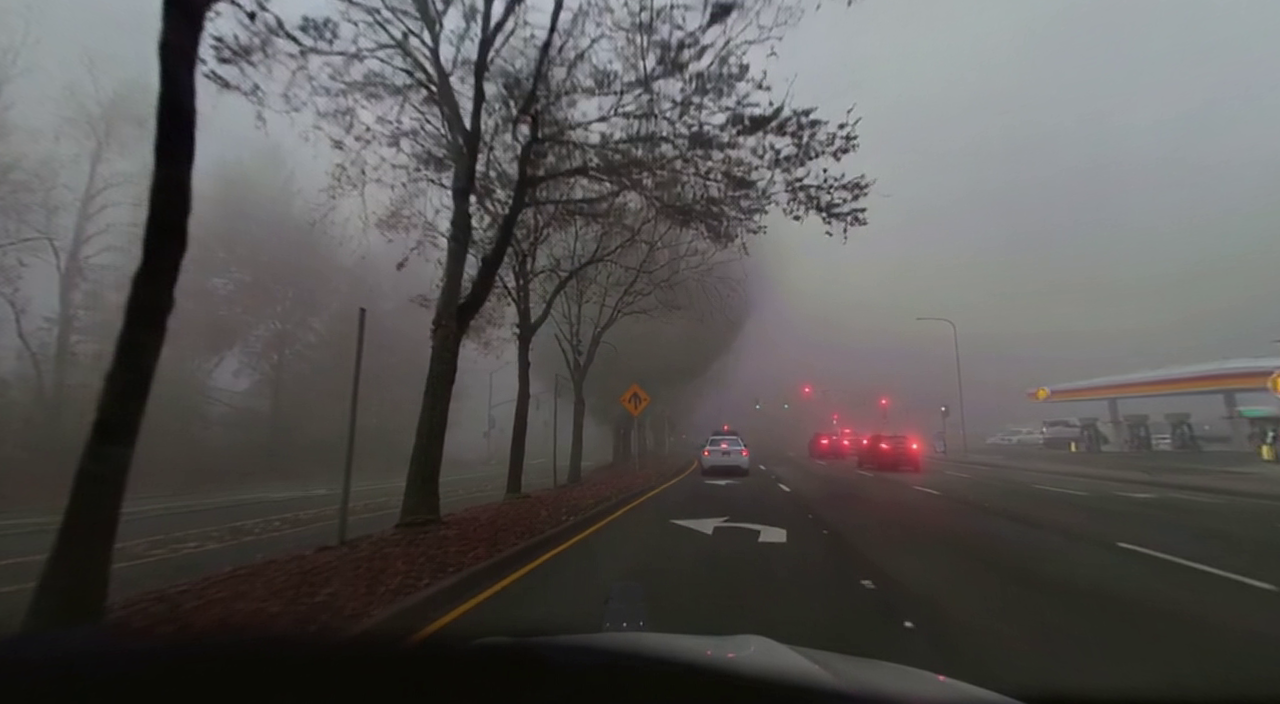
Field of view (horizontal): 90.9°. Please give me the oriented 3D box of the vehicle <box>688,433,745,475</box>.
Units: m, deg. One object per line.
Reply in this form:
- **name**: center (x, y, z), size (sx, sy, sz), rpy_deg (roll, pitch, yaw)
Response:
- **vehicle**: center (3.000, 3.951, 24.593), size (2.032, 1.461, 4.173), rpy_deg (-1, -9, 7)

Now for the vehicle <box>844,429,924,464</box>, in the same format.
- **vehicle**: center (12.785, 5.025, 33.399), size (1.991, 1.695, 4.357), rpy_deg (1, -9, -8)
